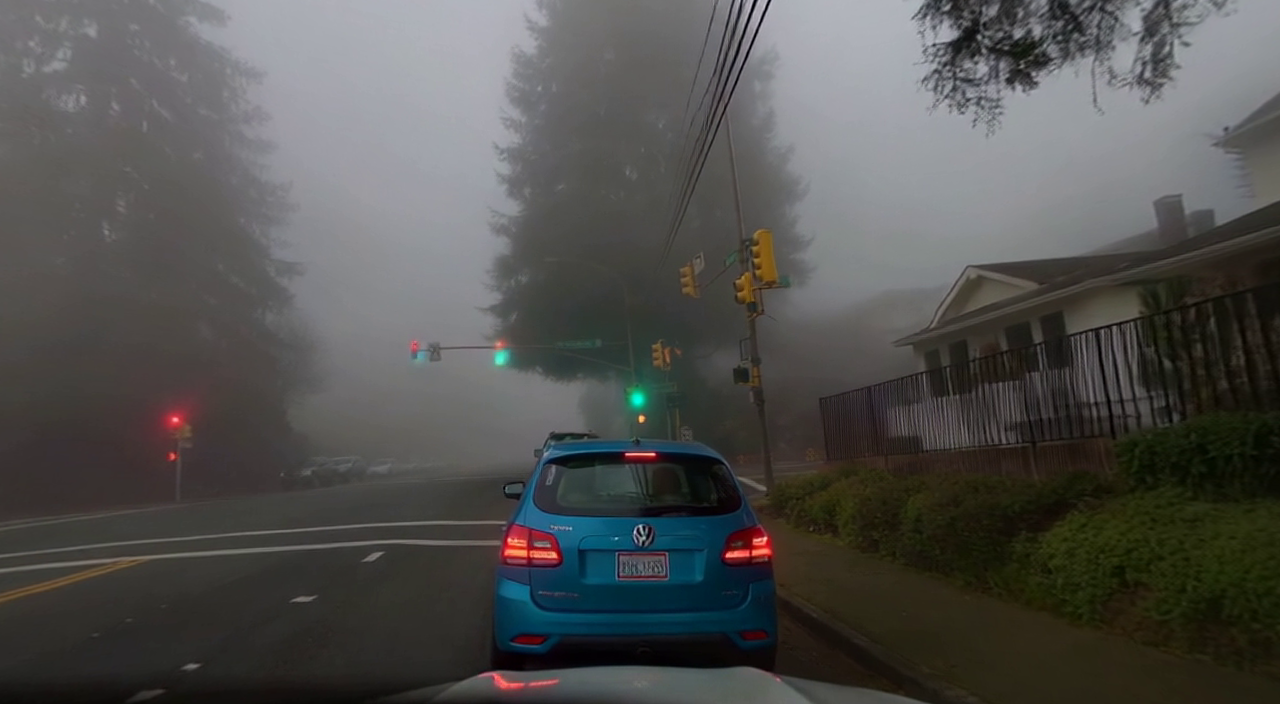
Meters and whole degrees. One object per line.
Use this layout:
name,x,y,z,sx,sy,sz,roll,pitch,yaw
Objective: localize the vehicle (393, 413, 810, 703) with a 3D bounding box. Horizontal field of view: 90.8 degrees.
vehicle,-0.373,1.334,4.974,2.024,1.502,3.702,1,-9,-7
